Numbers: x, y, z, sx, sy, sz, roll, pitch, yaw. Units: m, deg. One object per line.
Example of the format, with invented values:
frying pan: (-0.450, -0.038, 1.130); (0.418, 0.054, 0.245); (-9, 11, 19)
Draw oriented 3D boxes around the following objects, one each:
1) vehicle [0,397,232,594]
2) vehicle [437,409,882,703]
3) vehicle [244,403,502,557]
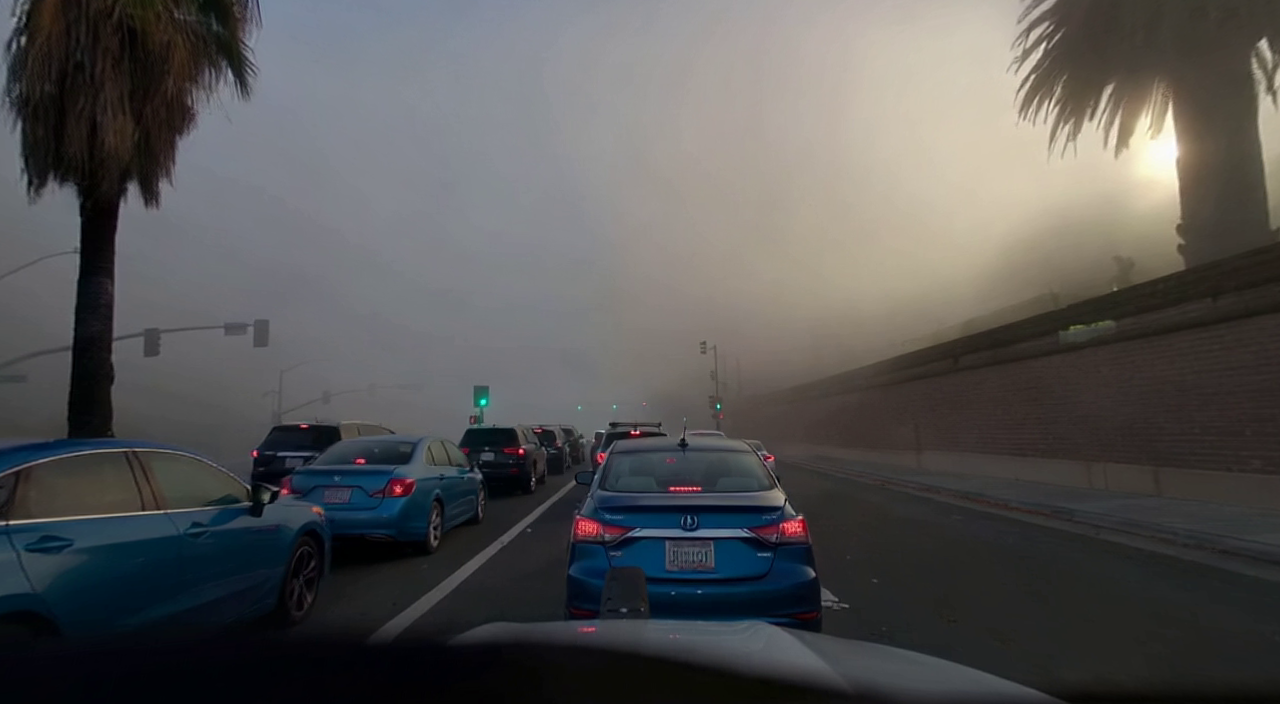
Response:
vehicle: (-6.671, 1.393, 6.399); (1.963, 1.721, 4.662); (0, -8, -2)
vehicle: (0.045, 1.333, 5.213); (2.128, 1.473, 4.272); (0, -8, -2)
vehicle: (-3.510, 1.769, 9.301); (2.055, 1.746, 4.136); (0, -8, -1)
